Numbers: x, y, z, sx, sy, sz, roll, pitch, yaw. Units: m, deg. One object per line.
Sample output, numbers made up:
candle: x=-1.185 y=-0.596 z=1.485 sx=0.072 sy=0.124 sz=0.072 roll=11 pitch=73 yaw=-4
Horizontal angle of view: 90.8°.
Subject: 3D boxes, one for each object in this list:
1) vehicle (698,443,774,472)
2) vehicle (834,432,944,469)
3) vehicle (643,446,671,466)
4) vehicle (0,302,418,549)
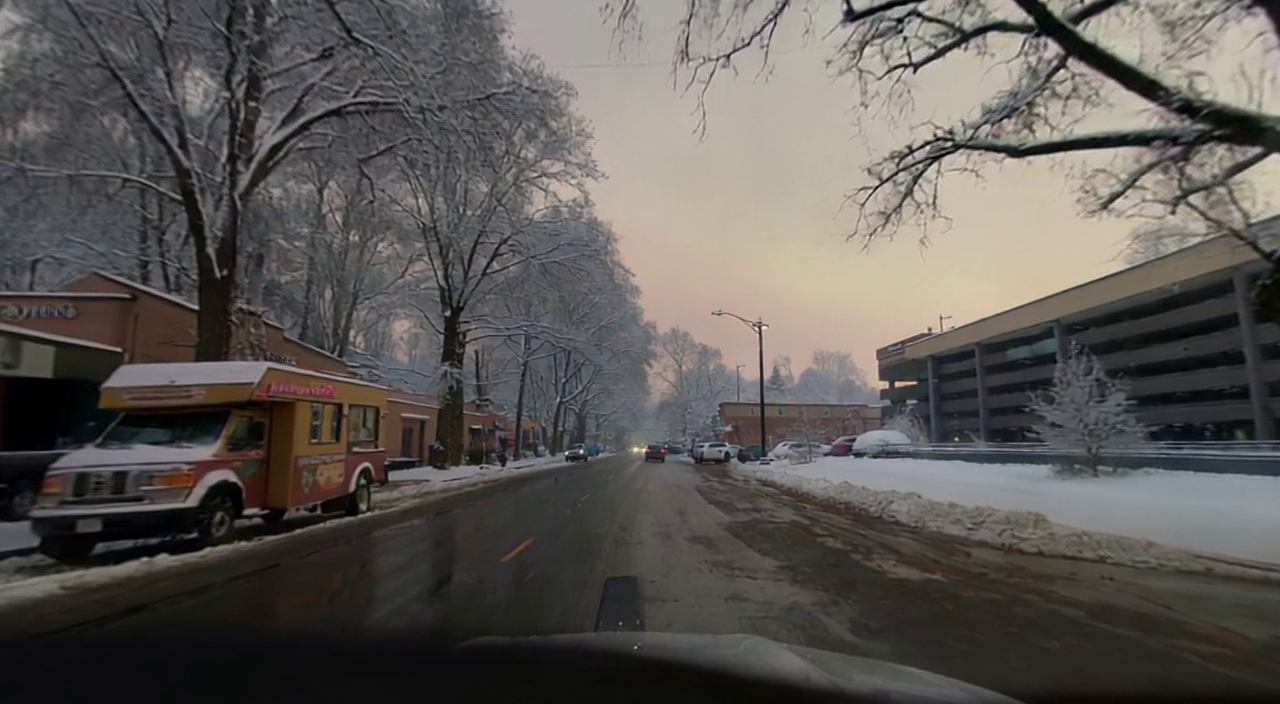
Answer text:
vehicle: x=6.221 y=6.759 z=40.694 sx=4.626 sy=1.723 sz=1.939 roll=5 pitch=-10 yaw=-31
vehicle: x=14.699 y=5.825 z=37.537 sx=5.540 sy=2.045 sz=2.259 roll=0 pitch=-8 yaw=0
vehicle: x=1.265 y=7.970 z=48.628 sx=2.046 sy=1.445 sz=4.001 roll=0 pitch=-8 yaw=-1
vehicle: x=-6.925 y=1.456 z=11.780 sx=2.968 sy=3.222 sz=7.036 roll=0 pitch=-9 yaw=0
